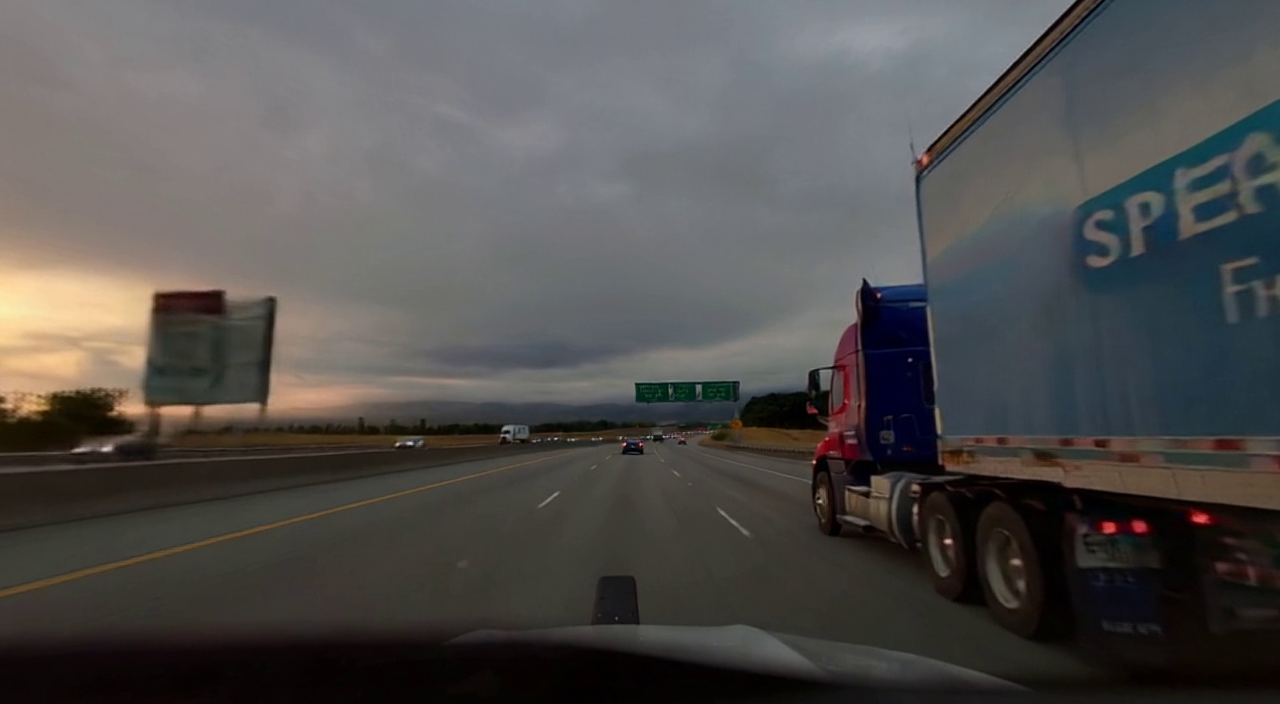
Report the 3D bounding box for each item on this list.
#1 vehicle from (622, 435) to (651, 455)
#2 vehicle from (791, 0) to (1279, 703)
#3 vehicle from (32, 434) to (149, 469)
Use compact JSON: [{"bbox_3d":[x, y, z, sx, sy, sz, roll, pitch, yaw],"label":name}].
[{"bbox_3d":[-0.275,7.114,48.264,2.140,1.475,3.969,0,-8,0],"label":"vehicle"},{"bbox_3d":[3.665,0.100,5.231,3.222,3.915,6.030,0,-8,0],"label":"vehicle"},{"bbox_3d":[-26.925,4.848,31.110,1.829,1.573,4.263,-1,-8,2],"label":"vehicle"}]
